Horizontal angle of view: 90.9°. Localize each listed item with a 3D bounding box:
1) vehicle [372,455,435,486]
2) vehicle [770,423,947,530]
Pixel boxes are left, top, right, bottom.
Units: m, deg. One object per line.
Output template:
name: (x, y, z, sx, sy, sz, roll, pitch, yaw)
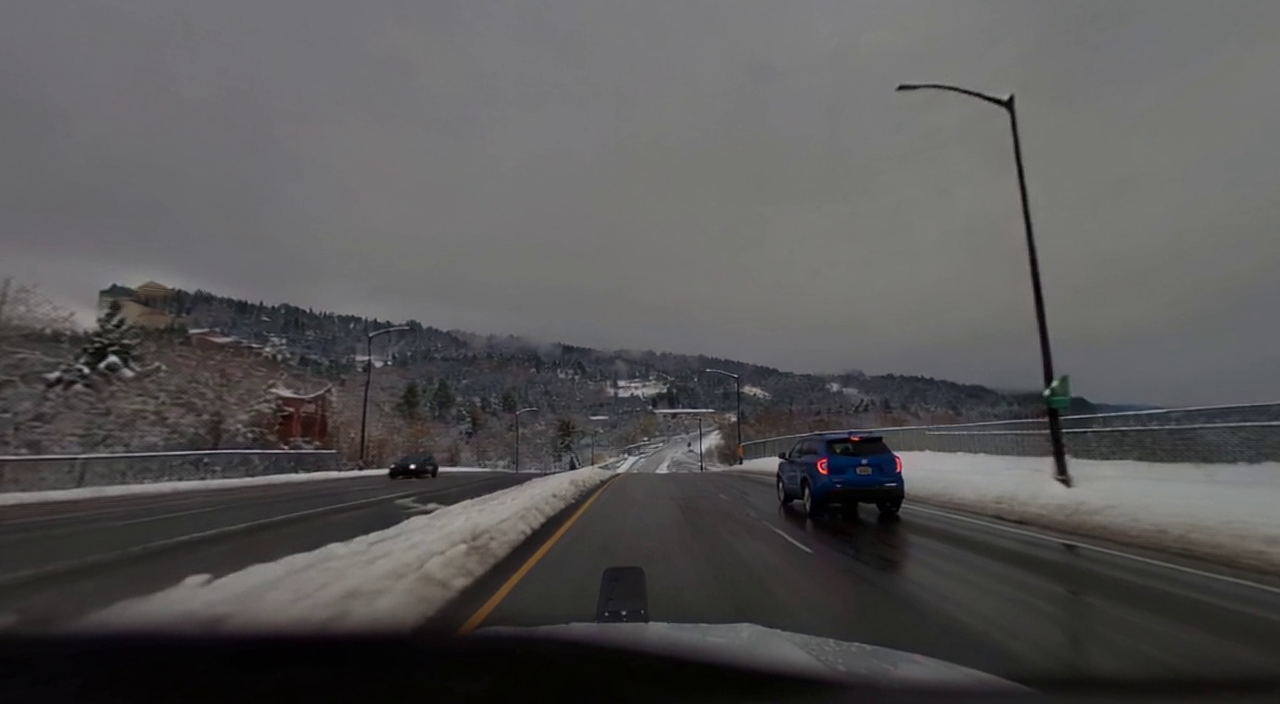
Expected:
vehicle: (-13.749, 6.890, 36.984, 1.918, 1.642, 4.391, 0, -9, 1)
vehicle: (4.030, 2.367, 12.553, 1.989, 1.730, 4.324, 0, -9, 1)
